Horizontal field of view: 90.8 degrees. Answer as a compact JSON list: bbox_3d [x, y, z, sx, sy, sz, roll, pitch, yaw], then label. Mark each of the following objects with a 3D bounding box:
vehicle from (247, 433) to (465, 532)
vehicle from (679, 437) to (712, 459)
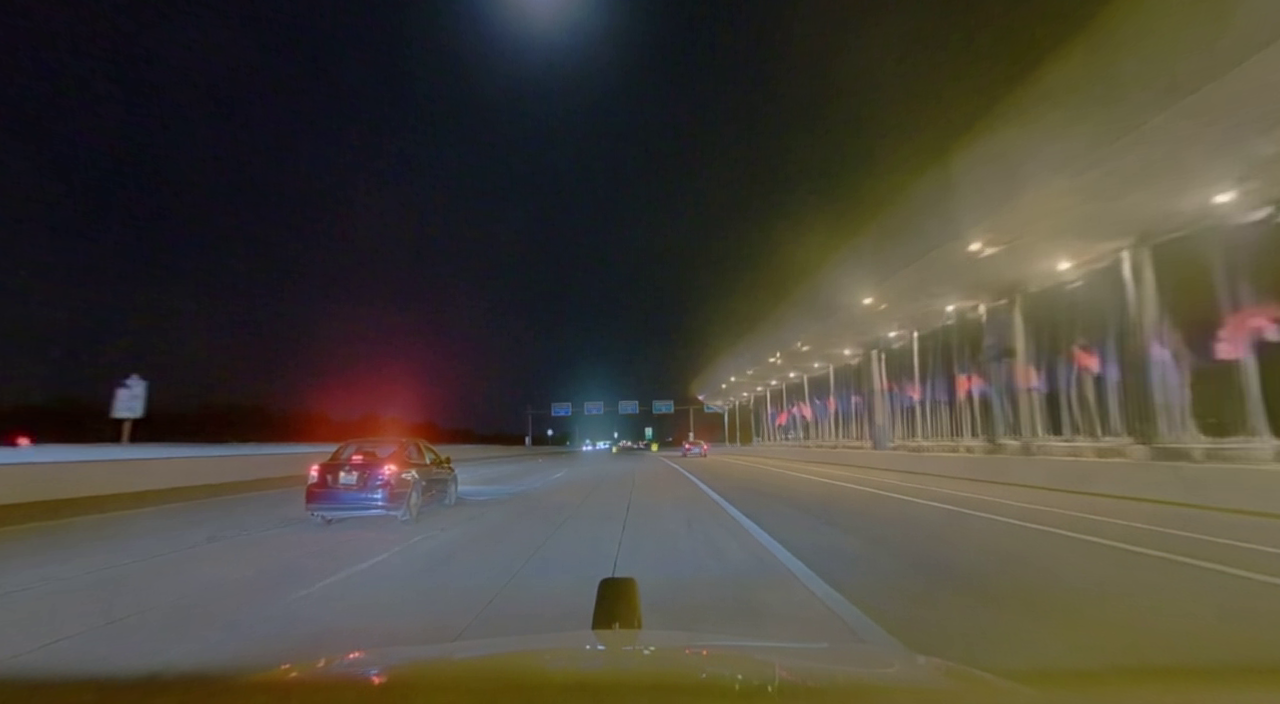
[{"bbox_3d":[-4.860,2.270,11.676,1.981,1.465,4.334,0,-8,0],"label":"vehicle"},{"bbox_3d":[4.244,7.488,49.236,2.072,1.639,4.919,0,-8,-1],"label":"vehicle"}]
